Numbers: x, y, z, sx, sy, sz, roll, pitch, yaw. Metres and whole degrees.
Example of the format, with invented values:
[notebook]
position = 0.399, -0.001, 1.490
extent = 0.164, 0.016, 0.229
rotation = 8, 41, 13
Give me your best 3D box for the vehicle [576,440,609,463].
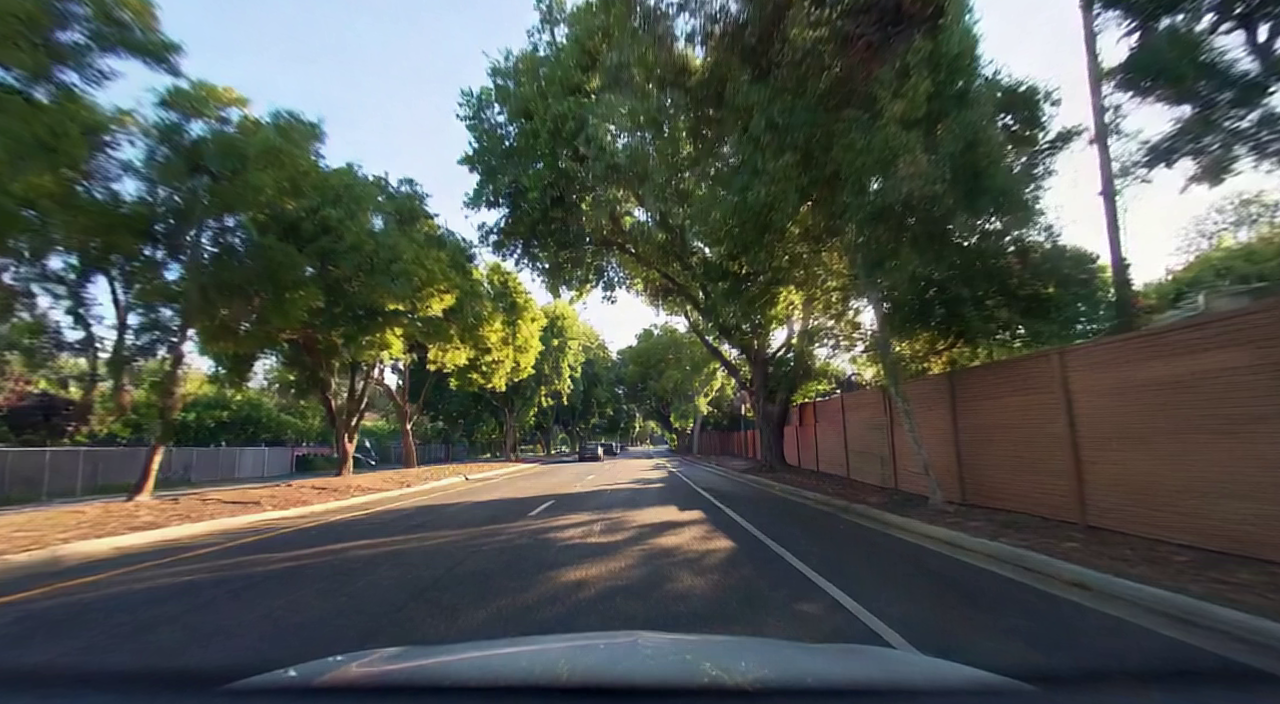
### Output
[vehicle]
position = -3.567, 7.542, 47.999
extent = 2.221, 1.707, 4.243
rotation = 0, -8, 0
